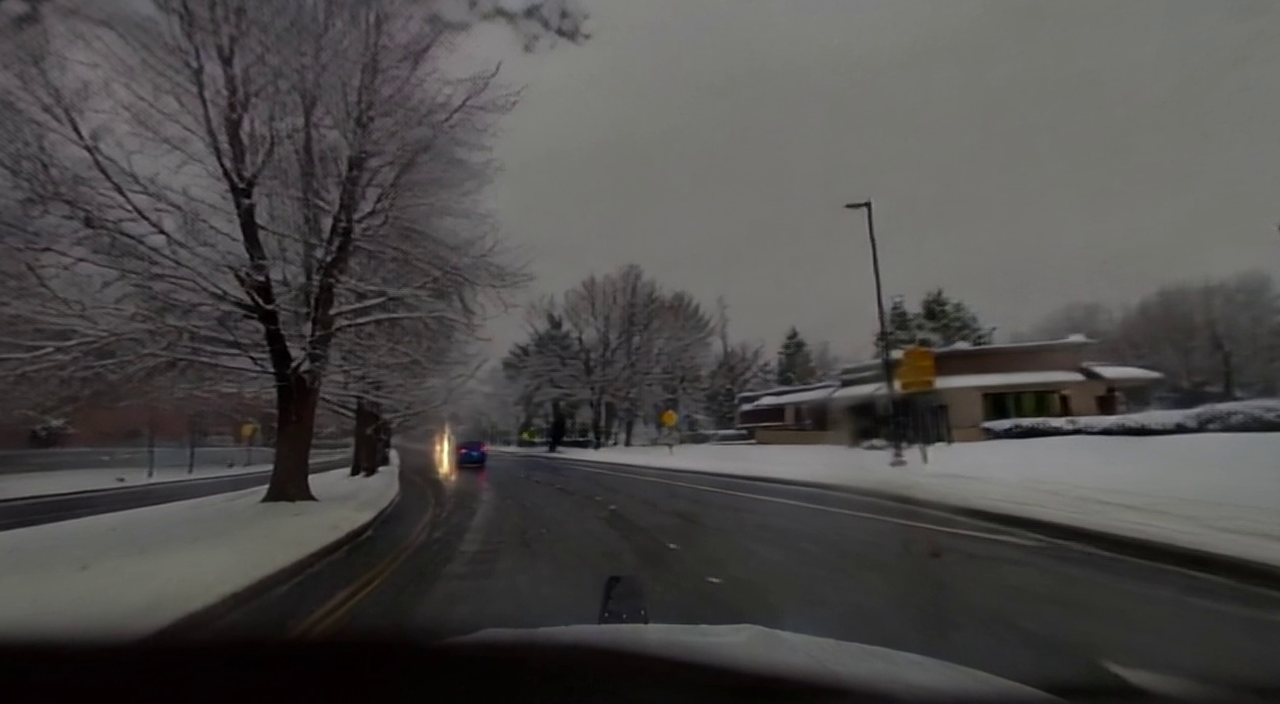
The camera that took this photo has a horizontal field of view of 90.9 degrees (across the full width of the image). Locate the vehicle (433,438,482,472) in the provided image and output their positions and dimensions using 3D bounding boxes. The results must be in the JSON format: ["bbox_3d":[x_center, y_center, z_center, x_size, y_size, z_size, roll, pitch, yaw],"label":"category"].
[{"bbox_3d":[-10.577,5.860,36.221,2.146,1.814,5.110,3,-9,-21],"label":"vehicle"}]
